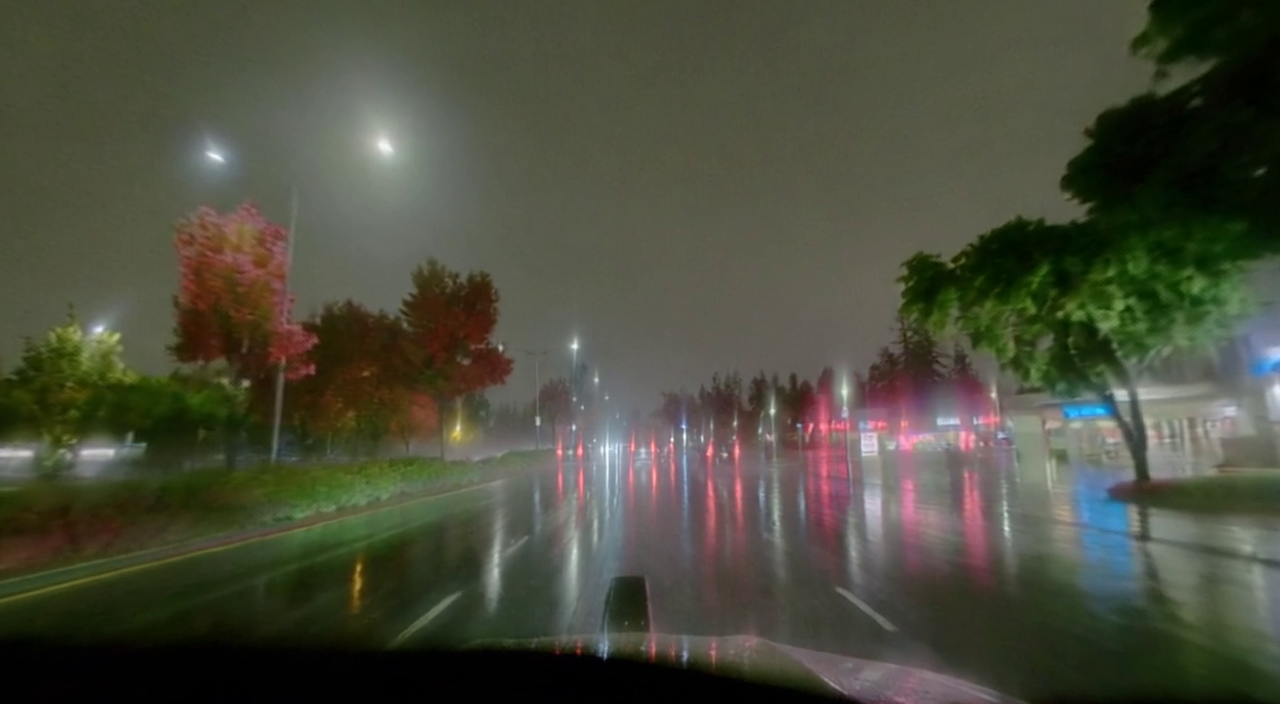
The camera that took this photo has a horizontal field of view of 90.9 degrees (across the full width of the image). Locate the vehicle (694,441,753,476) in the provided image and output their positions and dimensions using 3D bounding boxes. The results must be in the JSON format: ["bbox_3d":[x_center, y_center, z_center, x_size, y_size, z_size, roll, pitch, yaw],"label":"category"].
[{"bbox_3d":[3.743,4.861,29.091,2.012,1.462,4.400,0,-8,-1],"label":"vehicle"}]

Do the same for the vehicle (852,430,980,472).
[{"bbox_3d":[13.391,4.842,30.834,5.144,1.834,2.188,-2,-9,2],"label":"vehicle"}]

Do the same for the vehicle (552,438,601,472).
[{"bbox_3d":[-3.133,5.212,32.040,1.995,1.607,4.086,0,-8,1],"label":"vehicle"}]

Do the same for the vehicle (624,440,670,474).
[{"bbox_3d":[0.313,4.943,29.953,2.059,1.477,4.216,0,-8,0],"label":"vehicle"}]

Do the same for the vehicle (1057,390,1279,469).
[{"bbox_3d":[26.156,3.901,31.471,8.385,3.654,2.810,-1,-8,2],"label":"vehicle"}]
